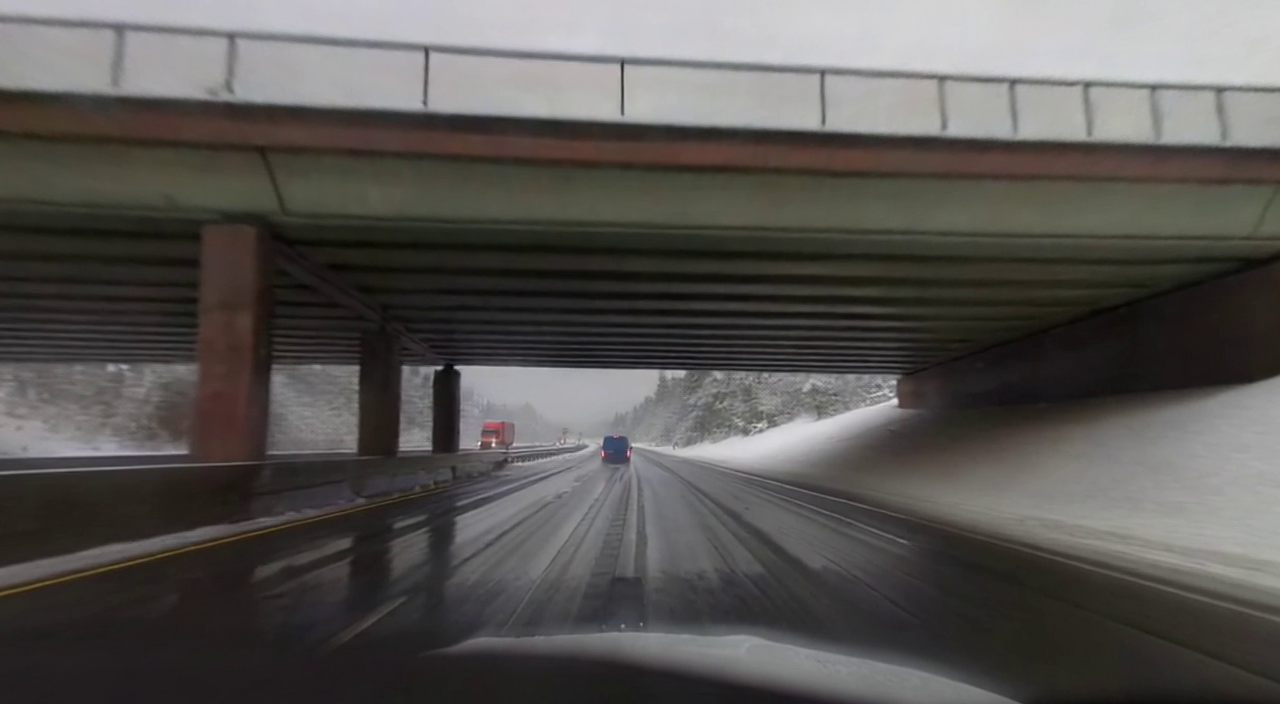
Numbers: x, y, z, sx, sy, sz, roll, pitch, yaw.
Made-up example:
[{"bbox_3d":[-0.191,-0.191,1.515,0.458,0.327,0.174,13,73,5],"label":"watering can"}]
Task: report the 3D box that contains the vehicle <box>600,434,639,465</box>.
[{"bbox_3d":[-1.367,6.388,41.319,2.372,1.891,5.061,0,-8,-2],"label":"vehicle"}]
